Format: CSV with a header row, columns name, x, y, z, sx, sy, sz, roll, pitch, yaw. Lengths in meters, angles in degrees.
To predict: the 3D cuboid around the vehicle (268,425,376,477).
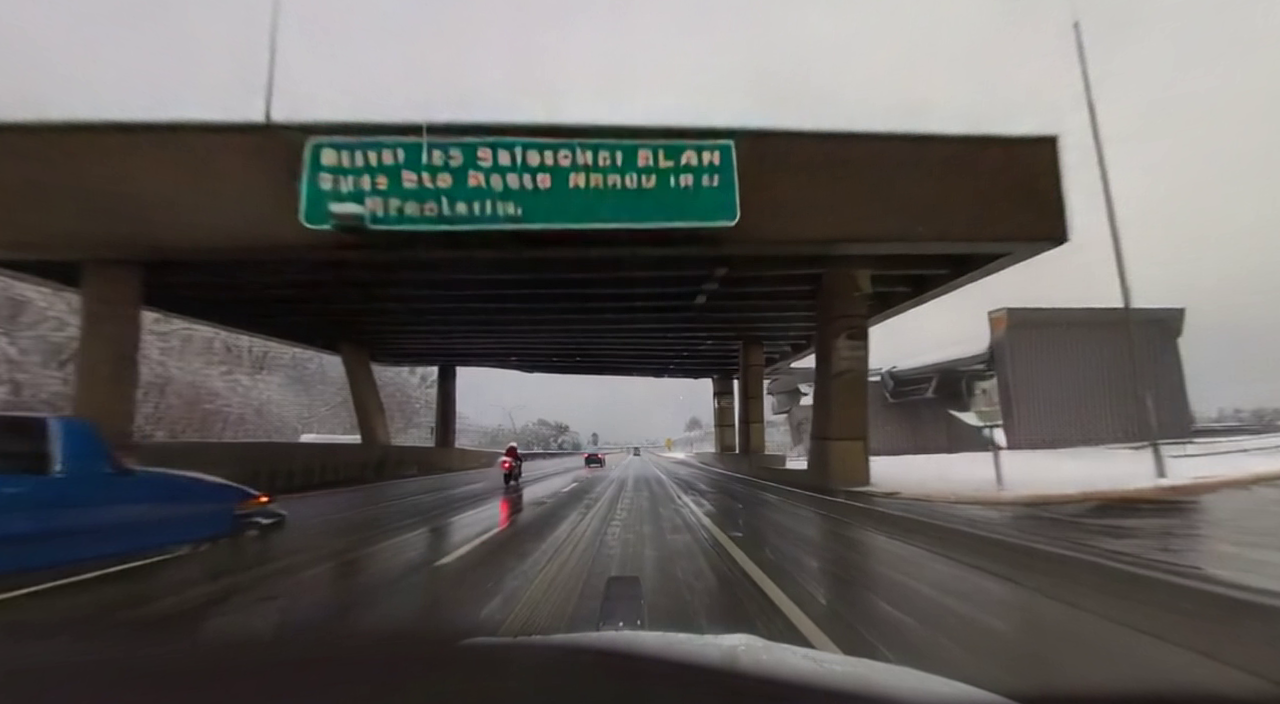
name,x,y,z,sx,sy,sz,roll,pitch,yaw
vehicle,-24.130,7.618,48.780,2.882,3.551,10.371,0,-9,0
